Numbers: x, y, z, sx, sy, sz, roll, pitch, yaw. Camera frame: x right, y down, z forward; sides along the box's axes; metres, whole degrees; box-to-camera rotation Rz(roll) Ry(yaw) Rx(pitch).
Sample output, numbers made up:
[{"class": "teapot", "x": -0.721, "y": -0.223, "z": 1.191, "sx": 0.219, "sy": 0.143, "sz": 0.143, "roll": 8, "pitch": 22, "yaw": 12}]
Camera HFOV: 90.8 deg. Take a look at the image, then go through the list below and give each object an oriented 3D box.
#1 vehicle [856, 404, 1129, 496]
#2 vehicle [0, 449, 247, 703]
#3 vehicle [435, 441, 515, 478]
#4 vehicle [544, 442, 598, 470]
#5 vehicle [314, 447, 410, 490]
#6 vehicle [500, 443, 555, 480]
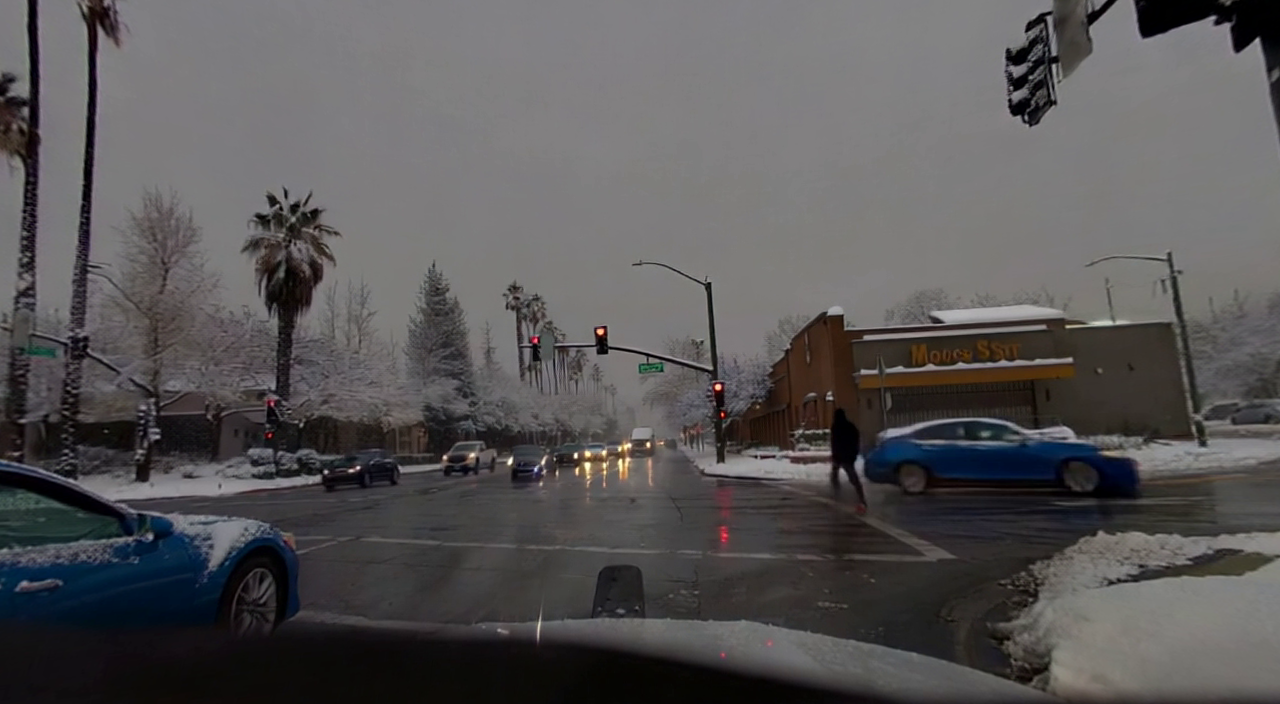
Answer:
[{"class": "vehicle", "x": 7.422, "y": 2.145, "z": 13.862, "sx": 4.775, "sy": 1.709, "sz": 2.092, "roll": -4, "pitch": -10, "yaw": 25}, {"class": "vehicle", "x": -3.705, "y": 1.019, "z": 2.252, "sx": 1.850, "sy": 1.325, "sz": 4.295, "roll": 0, "pitch": -9, "yaw": 0}, {"class": "vehicle", "x": -8.654, "y": 5.837, "z": 33.767, "sx": 2.050, "sy": 1.792, "sz": 5.507, "roll": -1, "pitch": -12, "yaw": 8}, {"class": "vehicle", "x": -4.122, "y": 6.341, "z": 38.687, "sx": 2.072, "sy": 1.613, "sz": 4.386, "roll": -2, "pitch": -9, "yaw": 11}, {"class": "vehicle", "x": -12.828, "y": 5.357, "z": 29.450, "sx": 1.870, "sy": 1.705, "sz": 4.426, "roll": -7, "pitch": -10, "yaw": 11}, {"class": "vehicle", "x": -4.843, "y": 4.758, "z": 27.753, "sx": 1.839, "sy": 1.468, "sz": 4.549, "roll": 0, "pitch": -9, "yaw": -3}]
